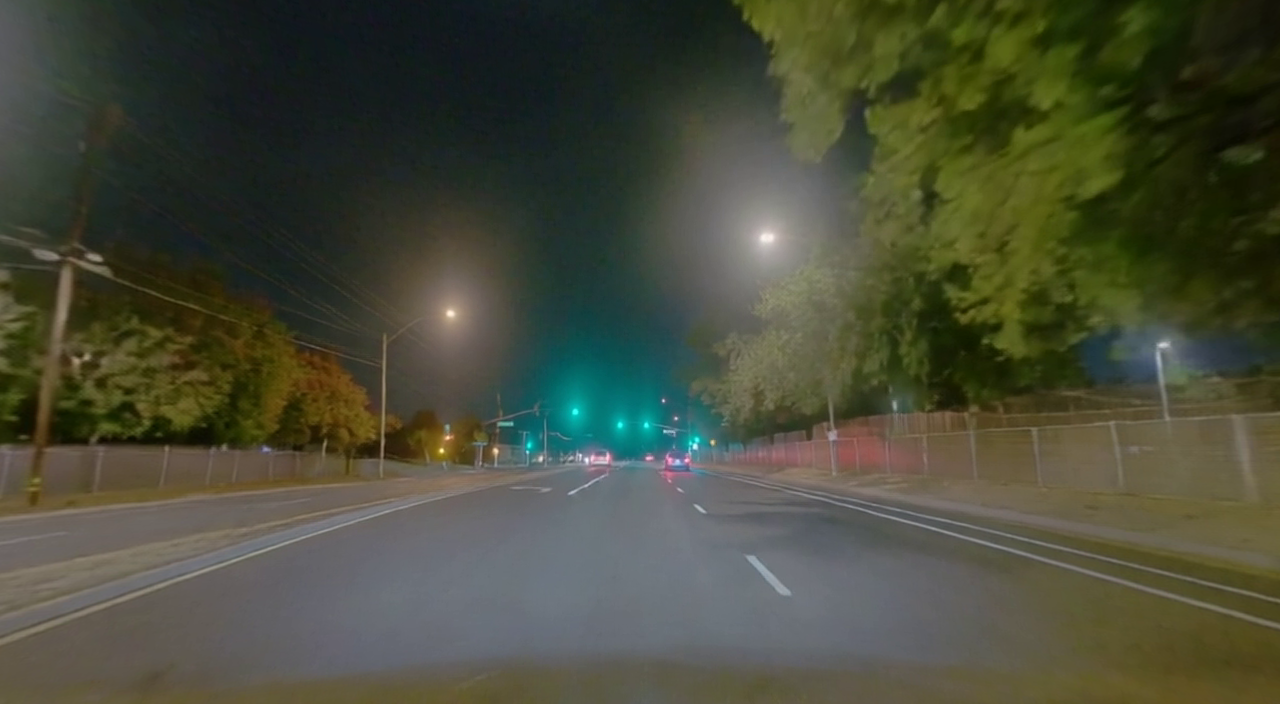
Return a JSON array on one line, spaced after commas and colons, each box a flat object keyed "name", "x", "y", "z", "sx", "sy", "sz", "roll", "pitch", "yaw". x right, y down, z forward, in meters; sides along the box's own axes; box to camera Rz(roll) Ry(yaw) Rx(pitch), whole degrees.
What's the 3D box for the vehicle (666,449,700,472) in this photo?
[{"name": "vehicle", "x": 2.965, "y": 7.590, "z": 44.322, "sx": 2.105, "sy": 1.490, "sz": 4.008, "roll": 0, "pitch": -9, "yaw": 0}]
